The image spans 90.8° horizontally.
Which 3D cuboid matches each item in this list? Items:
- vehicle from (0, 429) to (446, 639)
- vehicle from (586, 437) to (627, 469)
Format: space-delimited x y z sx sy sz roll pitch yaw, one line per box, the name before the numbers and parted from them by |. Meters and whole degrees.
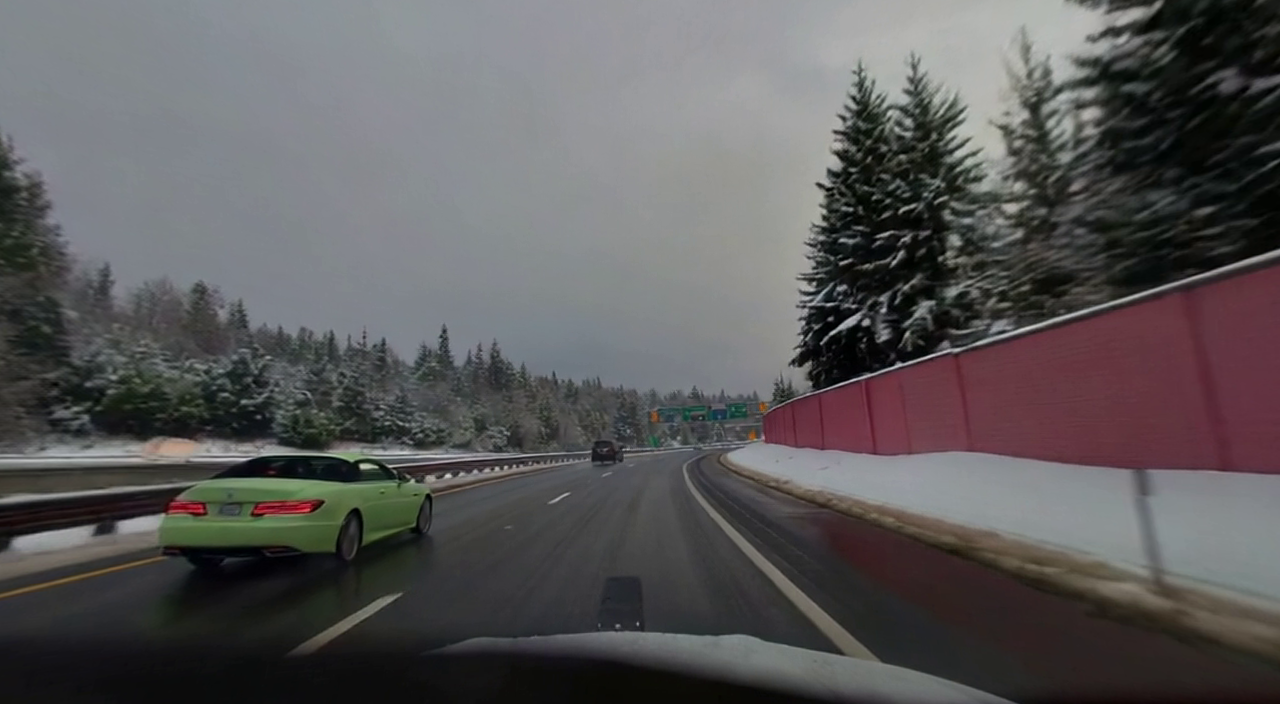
vehicle | -3.590 1.576 6.524 1.746 1.405 4.339 -1 -9 1
vehicle | -1.855 5.829 36.441 1.833 1.697 3.984 -1 -9 5
